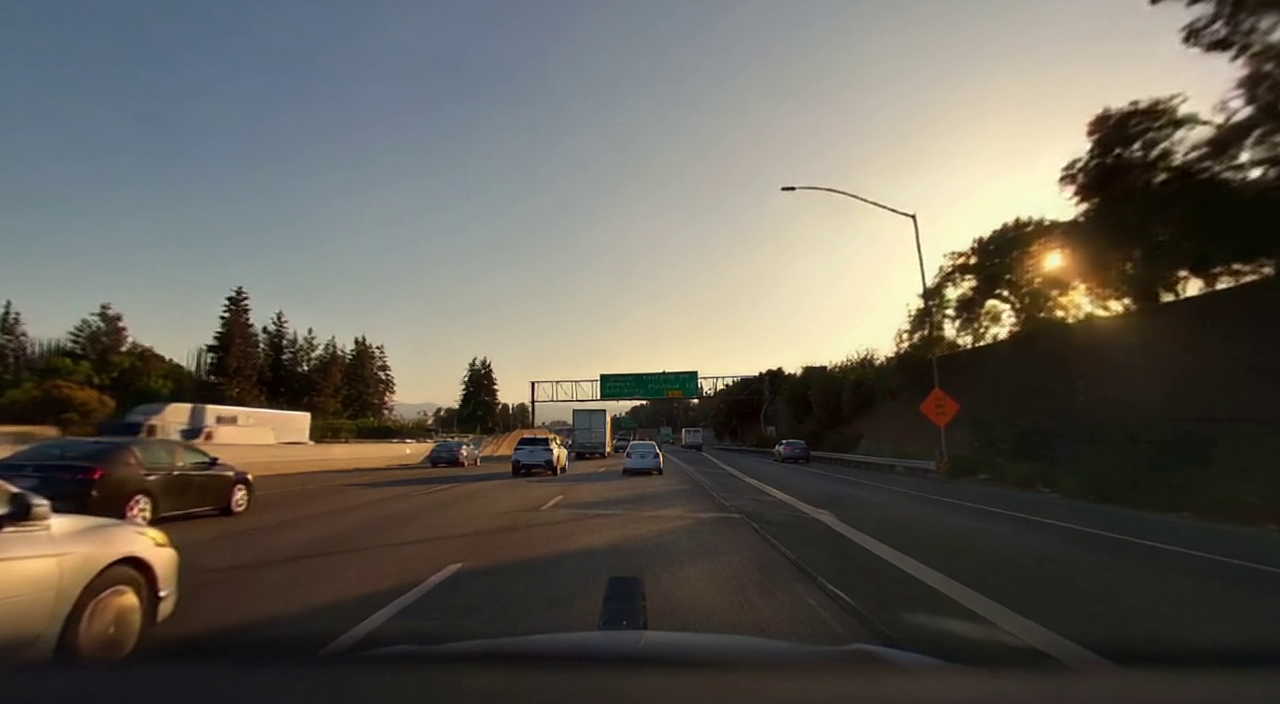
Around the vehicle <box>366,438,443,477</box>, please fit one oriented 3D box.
[{"bbox_3d":[-10.824,4.865,29.293,1.894,1.669,4.251,0,-8,0],"label":"vehicle"}]

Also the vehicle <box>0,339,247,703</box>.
[{"bbox_3d":[-3.449,0.699,1.489,2.209,1.711,4.296,0,-8,1],"label":"vehicle"}]

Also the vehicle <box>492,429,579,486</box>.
[{"bbox_3d":[-3.527,3.675,22.208,2.125,1.792,4.466,0,-8,2],"label":"vehicle"}]

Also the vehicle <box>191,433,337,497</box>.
[{"bbox_3d":[-10.983,3.303,18.810,1.863,1.696,3.885,0,-8,1],"label":"vehicle"}]

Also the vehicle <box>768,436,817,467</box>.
[{"bbox_3d":[9.043,5.949,37.788,2.026,1.718,4.522,-1,-8,3],"label":"vehicle"}]

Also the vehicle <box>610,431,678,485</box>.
[{"bbox_3d":[0.149,3.705,22.330,2.180,1.716,3.920,0,-8,1],"label":"vehicle"}]

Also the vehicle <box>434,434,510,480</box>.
[{"bbox_3d":[-6.963,4.381,26.632,1.998,1.770,4.222,0,-8,1],"label":"vehicle"}]
